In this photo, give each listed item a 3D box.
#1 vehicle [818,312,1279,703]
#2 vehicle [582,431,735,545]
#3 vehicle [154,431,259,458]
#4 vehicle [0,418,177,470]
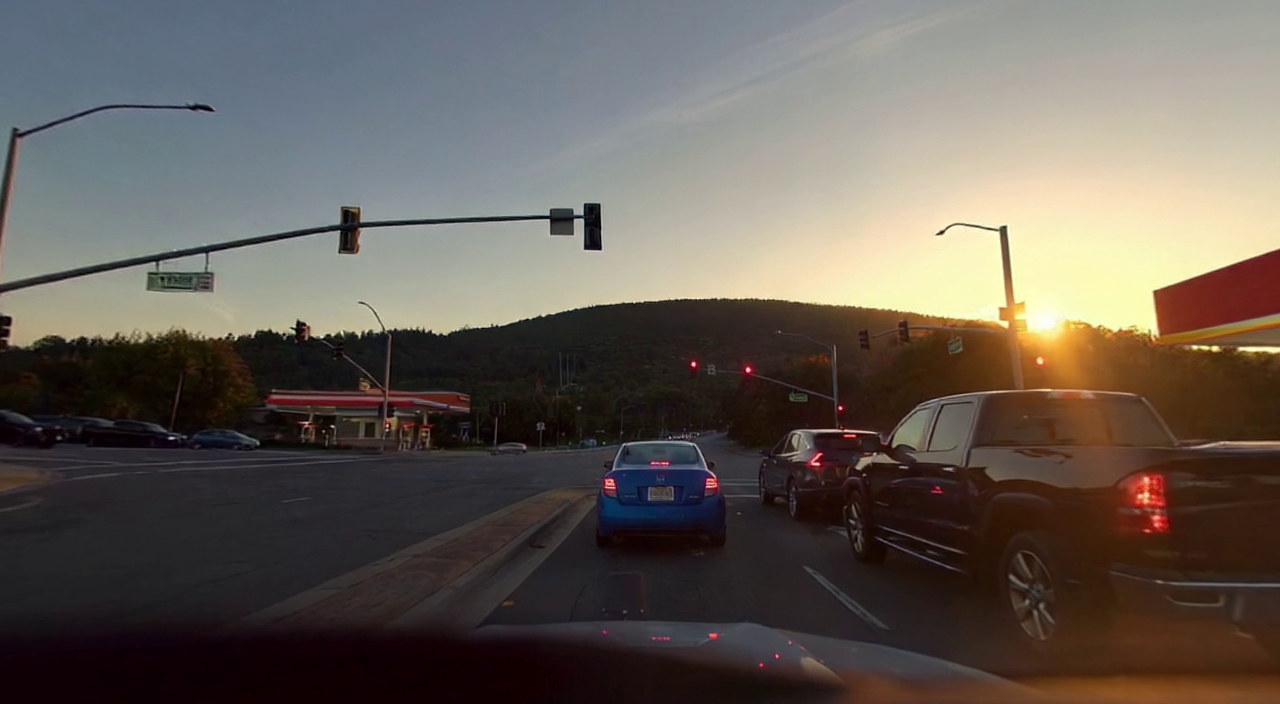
[{"bbox_3d":[3.547,1.210,5.422,2.277,1.871,6.143,0,-8,0],"label":"vehicle"},{"bbox_3d":[0.244,2.103,10.384,2.027,1.494,3.824,0,-8,0],"label":"vehicle"},{"bbox_3d":[-23.164,4.966,33.782,4.326,1.420,1.798,-1,-8,4],"label":"vehicle"},{"bbox_3d":[-19.707,3.292,22.522,4.742,1.720,2.107,-1,-8,5],"label":"vehicle"}]
